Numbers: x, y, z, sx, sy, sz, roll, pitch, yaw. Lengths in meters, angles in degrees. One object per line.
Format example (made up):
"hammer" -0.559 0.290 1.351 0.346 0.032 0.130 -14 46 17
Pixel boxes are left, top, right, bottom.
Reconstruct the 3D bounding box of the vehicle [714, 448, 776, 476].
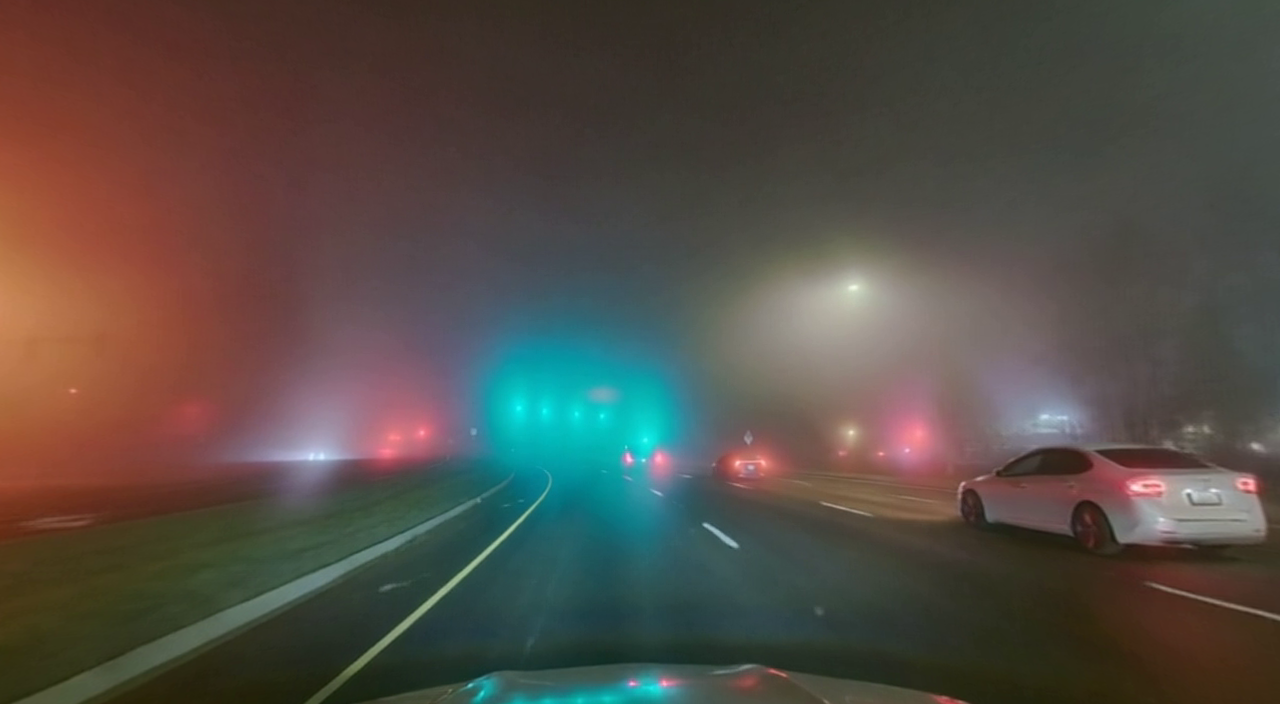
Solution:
"vehicle" 5.949 6.281 36.365 1.940 1.460 4.652 2 -9 -12

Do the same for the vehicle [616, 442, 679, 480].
"vehicle" 0.255 5.146 30.189 2.122 1.646 4.525 2 -9 -11

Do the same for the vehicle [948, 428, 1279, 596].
"vehicle" 5.987 1.750 7.883 1.882 1.476 4.344 0 -8 -3
